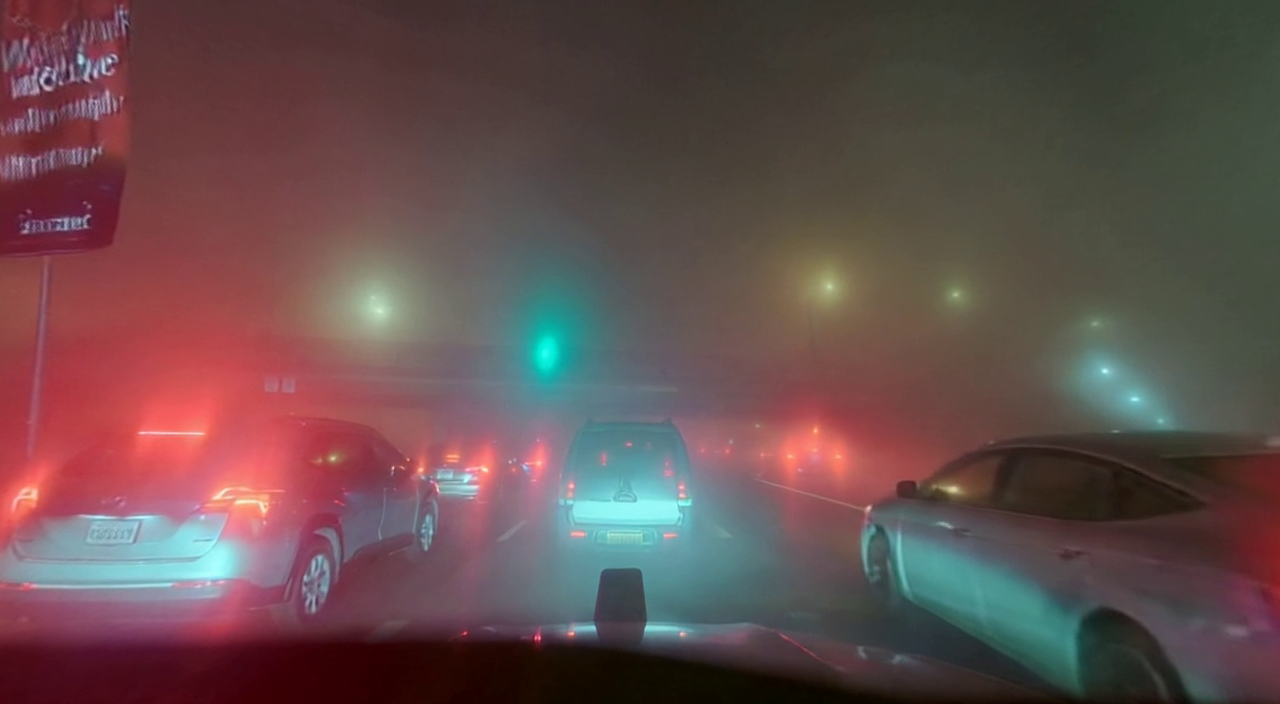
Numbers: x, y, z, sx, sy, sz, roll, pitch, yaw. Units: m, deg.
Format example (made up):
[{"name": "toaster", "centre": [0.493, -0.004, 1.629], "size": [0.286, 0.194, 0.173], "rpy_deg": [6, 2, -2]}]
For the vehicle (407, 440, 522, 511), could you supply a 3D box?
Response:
[{"name": "vehicle", "centre": [-4.148, 2.946, 15.437], "size": [1.797, 1.505, 3.506], "rpy_deg": [0, -9, 0]}]

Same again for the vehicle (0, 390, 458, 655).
[{"name": "vehicle", "centre": [-3.499, 1.429, 6.289], "size": [2.039, 1.709, 4.265], "rpy_deg": [0, -9, 0]}]

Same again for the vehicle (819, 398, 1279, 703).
[{"name": "vehicle", "centre": [3.015, 1.197, 4.016], "size": [2.228, 1.472, 4.939], "rpy_deg": [0, -9, -1]}]

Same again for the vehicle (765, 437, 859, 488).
[{"name": "vehicle", "centre": [6.413, 4.171, 24.071], "size": [2.191, 1.730, 4.658], "rpy_deg": [0, -9, -1]}]

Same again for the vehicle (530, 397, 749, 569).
[{"name": "vehicle", "centre": [-0.083, 1.767, 9.219], "size": [2.409, 1.864, 4.471], "rpy_deg": [0, -9, -2]}]
